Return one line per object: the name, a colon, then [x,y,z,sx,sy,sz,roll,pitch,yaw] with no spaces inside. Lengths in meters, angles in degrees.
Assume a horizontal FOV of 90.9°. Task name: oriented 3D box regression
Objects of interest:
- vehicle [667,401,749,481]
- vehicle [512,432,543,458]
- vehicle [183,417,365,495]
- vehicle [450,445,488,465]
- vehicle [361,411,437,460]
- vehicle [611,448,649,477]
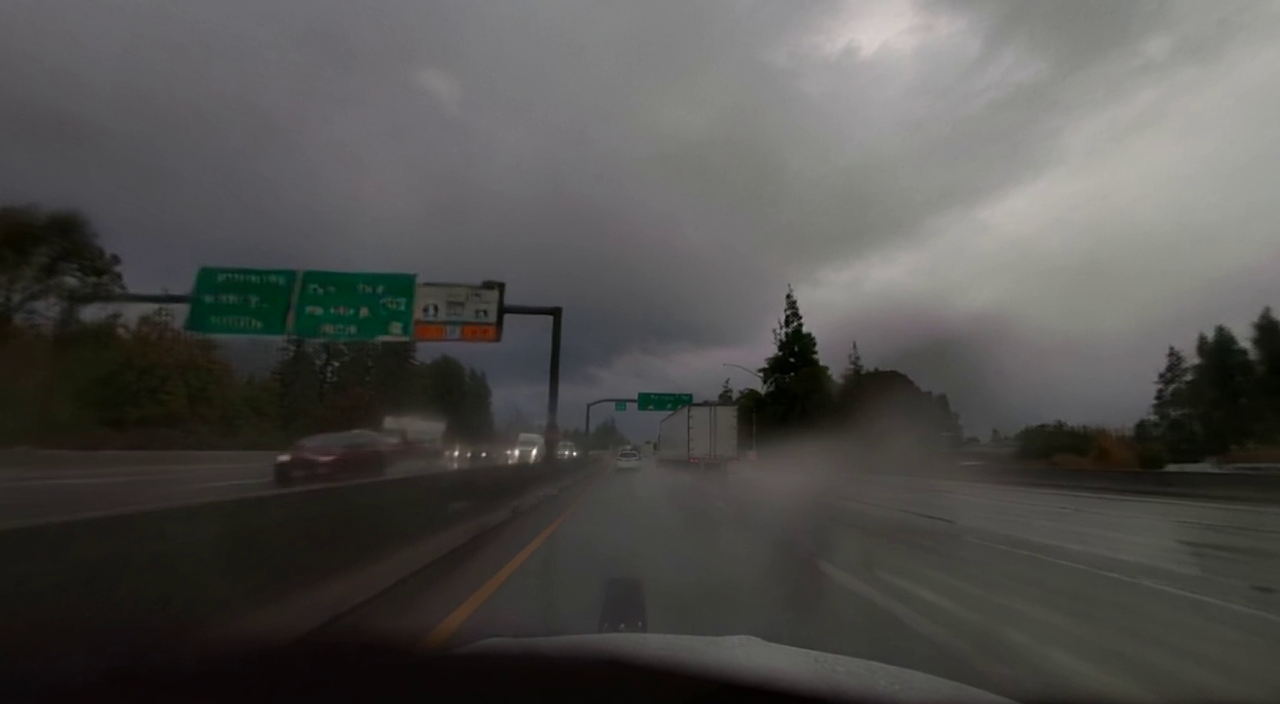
vehicle: [3.683,5.460,38.168,2.931,4.009,12.800,0,-9,-3]
vehicle: [-8.293,6.867,46.612,2.073,1.806,4.773,1,-9,-8]
vehicle: [-8.022,2.341,14.371,2.005,1.497,4.075,1,-9,-6]
vehicle: [-12.802,7.736,47.284,1.845,1.441,3.969,0,-9,-2]
vehicle: [-12.050,4.281,31.868,2.161,2.281,4.072,0,-9,1]
vehicle: [-0.638,6.485,37.104,2.111,1.599,3.859,0,-9,-2]
